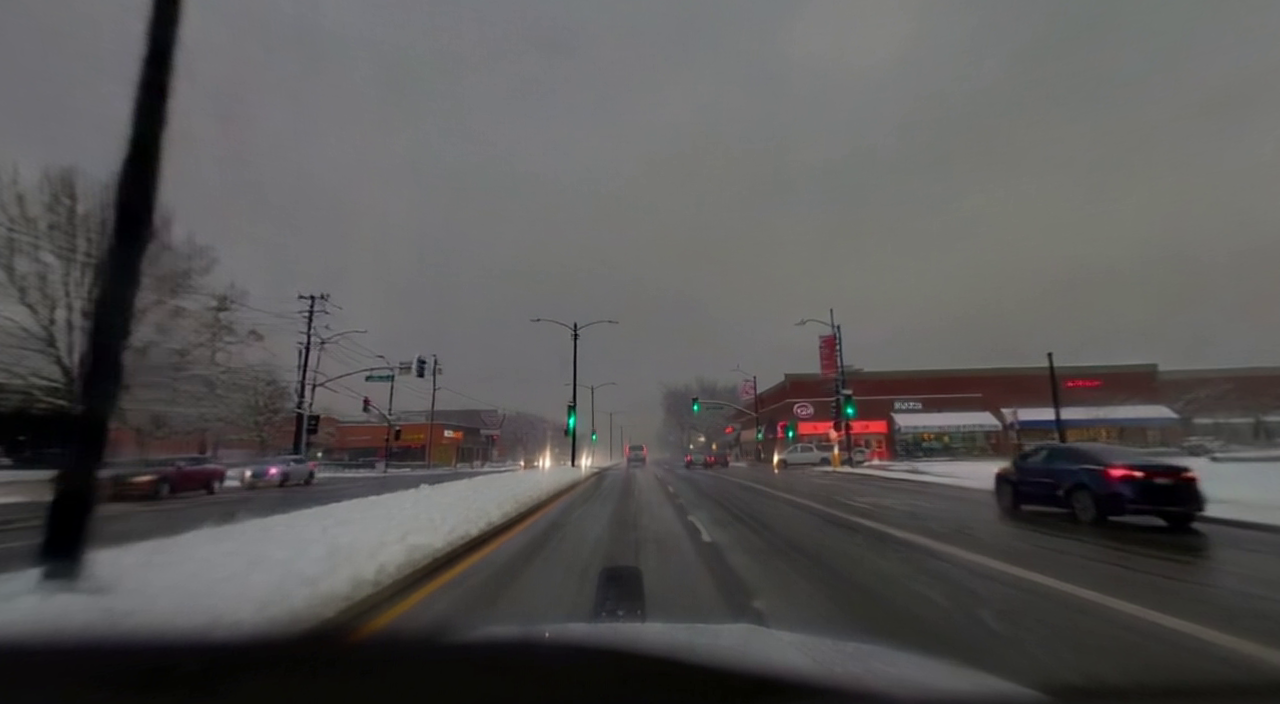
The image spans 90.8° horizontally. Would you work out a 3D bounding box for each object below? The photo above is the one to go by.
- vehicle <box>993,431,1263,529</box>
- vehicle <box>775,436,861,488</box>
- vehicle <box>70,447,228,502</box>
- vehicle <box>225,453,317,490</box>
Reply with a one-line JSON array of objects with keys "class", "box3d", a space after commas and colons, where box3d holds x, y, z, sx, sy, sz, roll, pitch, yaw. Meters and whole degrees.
[{"class": "vehicle", "box3d": [9.852, 2.583, 13.396, 2.019, 1.694, 4.491, 0, -8, -2]}, {"class": "vehicle", "box3d": [6.374, 3.984, 23.225, 1.974, 1.679, 4.611, 0, -8, 2]}, {"class": "vehicle", "box3d": [-17.983, 4.531, 23.530, 1.944, 1.794, 4.849, 0, -10, 0]}, {"class": "vehicle", "box3d": [-18.181, 5.881, 31.441, 1.882, 1.645, 4.511, 0, -9, -1]}]
